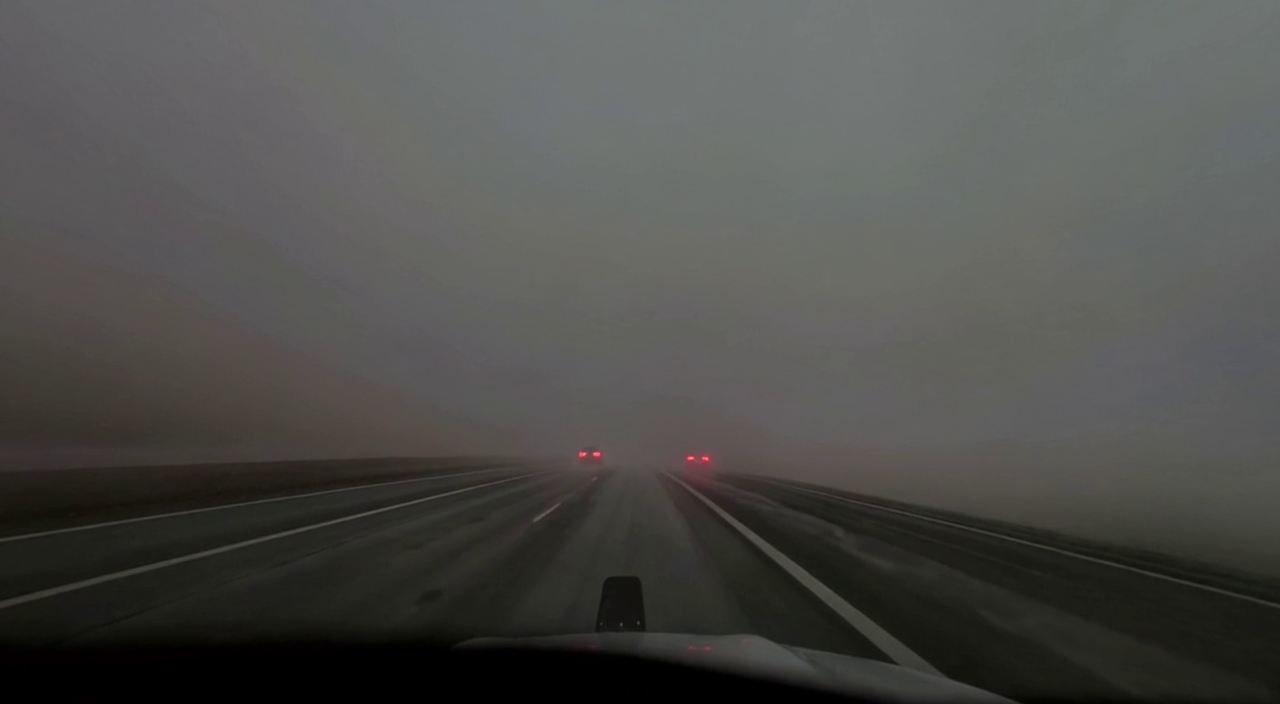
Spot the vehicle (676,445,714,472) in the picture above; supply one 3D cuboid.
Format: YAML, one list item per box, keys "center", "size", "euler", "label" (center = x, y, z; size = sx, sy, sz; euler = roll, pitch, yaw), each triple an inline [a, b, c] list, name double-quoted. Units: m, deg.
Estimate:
- center: [3.766, 7.416, 44.064]
  size: [2.133, 1.746, 4.511]
  euler: [0, -9, -1]
  label: "vehicle"
